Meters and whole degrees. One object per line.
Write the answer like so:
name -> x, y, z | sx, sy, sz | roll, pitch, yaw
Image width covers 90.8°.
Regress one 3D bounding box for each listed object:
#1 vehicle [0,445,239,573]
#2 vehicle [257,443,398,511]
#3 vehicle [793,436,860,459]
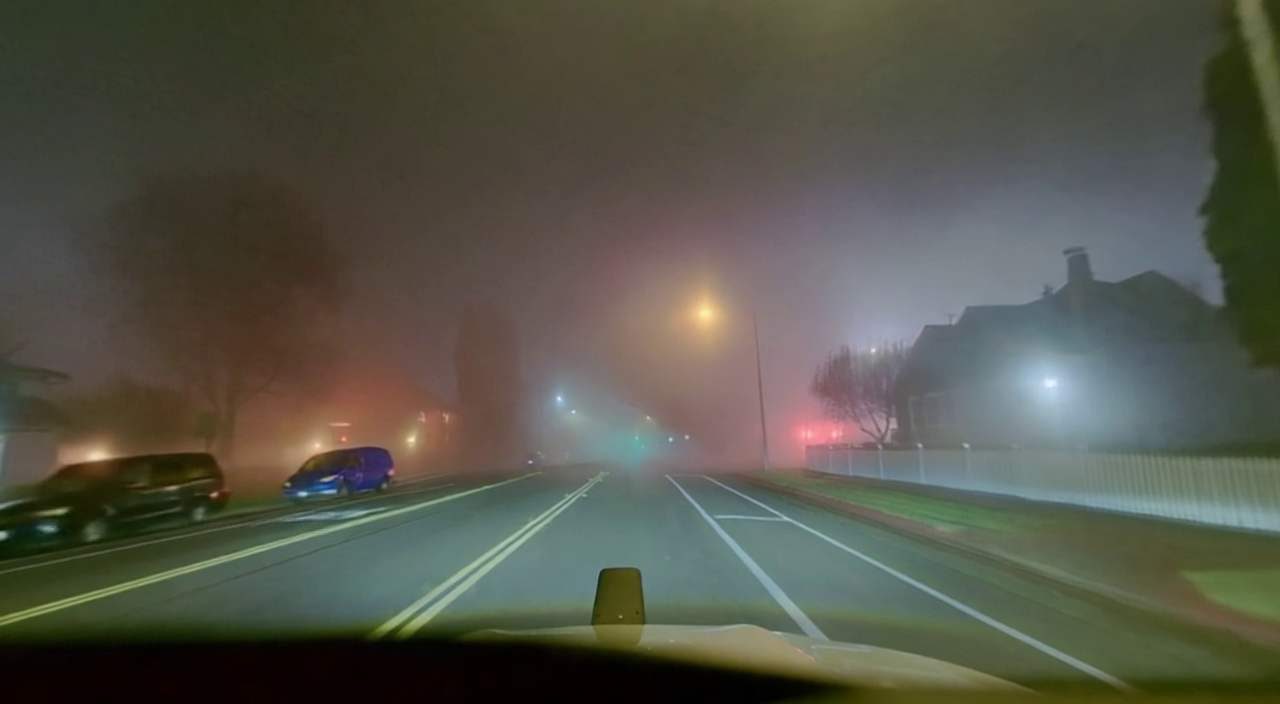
vehicle -> -11.079, 2.945, 12.782 | 2.341, 1.835, 5.570 | -3, -7, 0
vehicle -> -11.119, 4.405, 23.081 | 2.241, 1.944, 5.709 | -4, -8, 0
vehicle -> 14.369, 7.349, 48.849 | 4.635, 1.706, 1.954 | 0, -8, 3
